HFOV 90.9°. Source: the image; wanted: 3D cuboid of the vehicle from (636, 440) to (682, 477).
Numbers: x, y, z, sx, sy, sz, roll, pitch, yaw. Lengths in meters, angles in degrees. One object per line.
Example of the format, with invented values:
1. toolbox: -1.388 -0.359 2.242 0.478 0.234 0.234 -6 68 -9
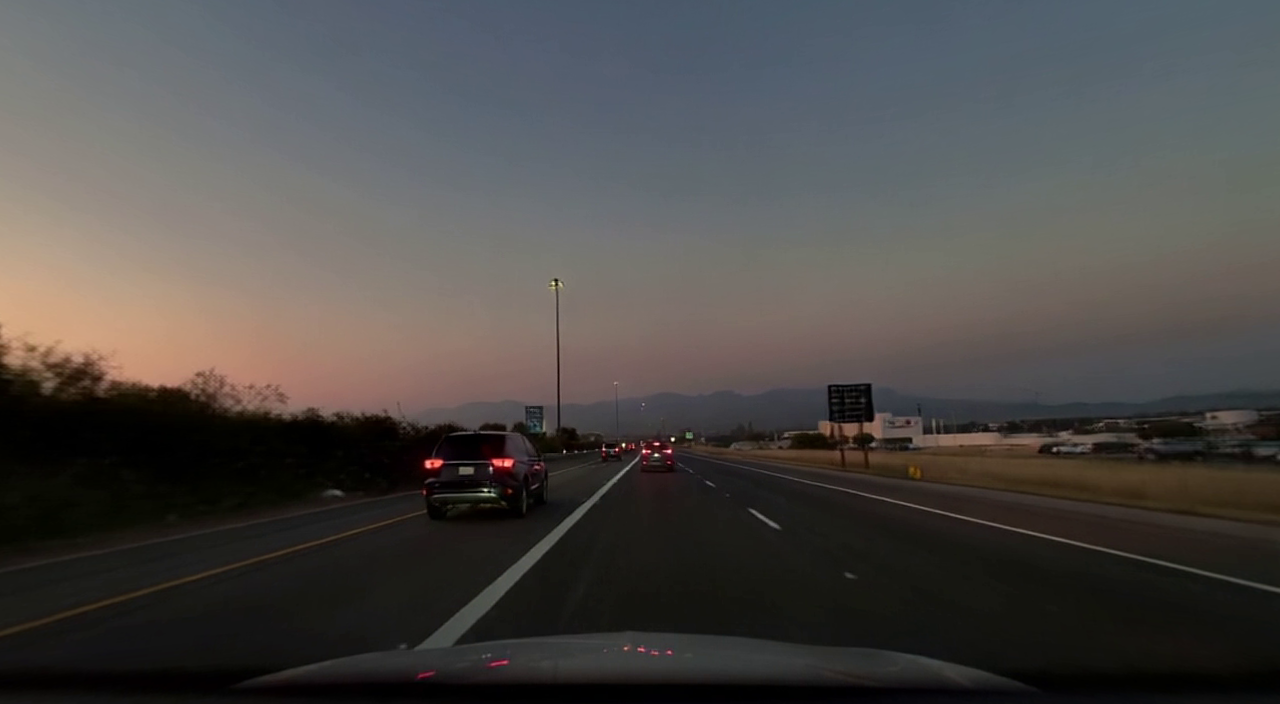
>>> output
1. vehicle: 0.840 4.916 29.303 2.000 1.558 3.945 0 -8 0

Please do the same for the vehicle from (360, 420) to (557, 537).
1. vehicle: -3.075 2.276 11.980 2.239 1.761 4.620 0 -8 2
